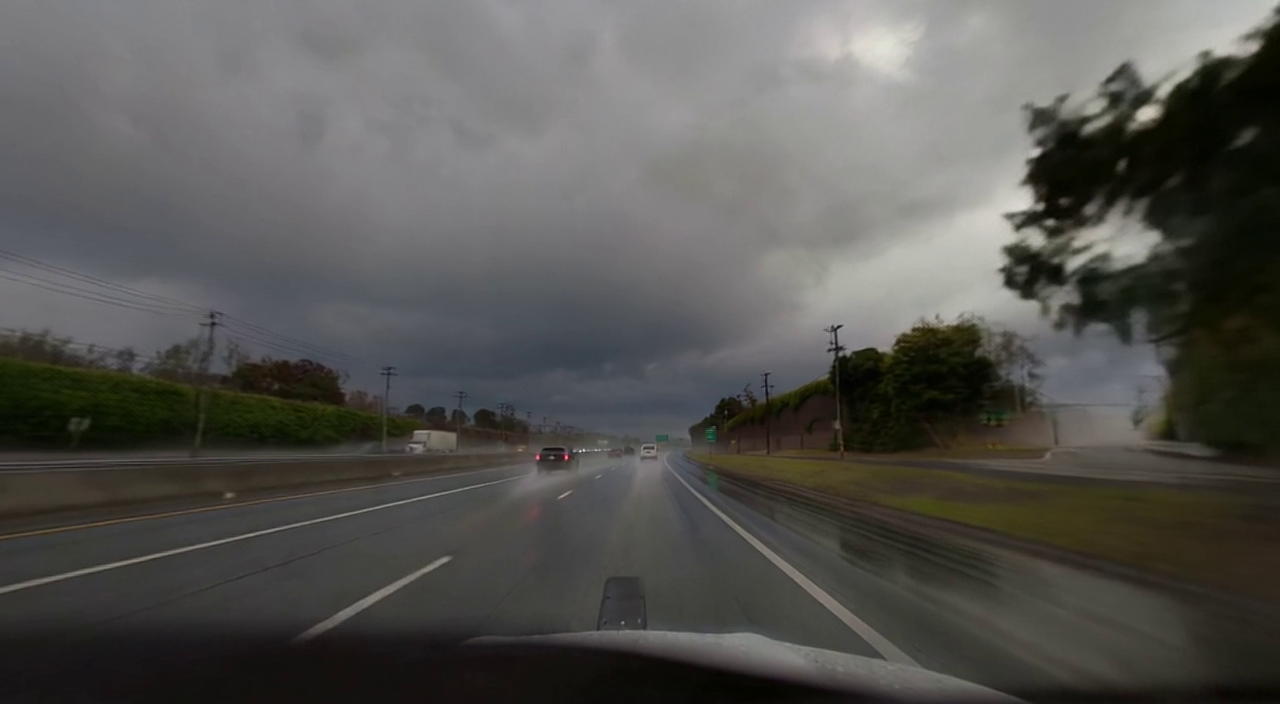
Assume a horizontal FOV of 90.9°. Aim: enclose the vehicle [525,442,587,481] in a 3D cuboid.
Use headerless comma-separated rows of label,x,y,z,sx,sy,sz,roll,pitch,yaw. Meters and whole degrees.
vehicle,-3.895,5.183,29.979,2.263,1.696,4.321,0,-9,1
